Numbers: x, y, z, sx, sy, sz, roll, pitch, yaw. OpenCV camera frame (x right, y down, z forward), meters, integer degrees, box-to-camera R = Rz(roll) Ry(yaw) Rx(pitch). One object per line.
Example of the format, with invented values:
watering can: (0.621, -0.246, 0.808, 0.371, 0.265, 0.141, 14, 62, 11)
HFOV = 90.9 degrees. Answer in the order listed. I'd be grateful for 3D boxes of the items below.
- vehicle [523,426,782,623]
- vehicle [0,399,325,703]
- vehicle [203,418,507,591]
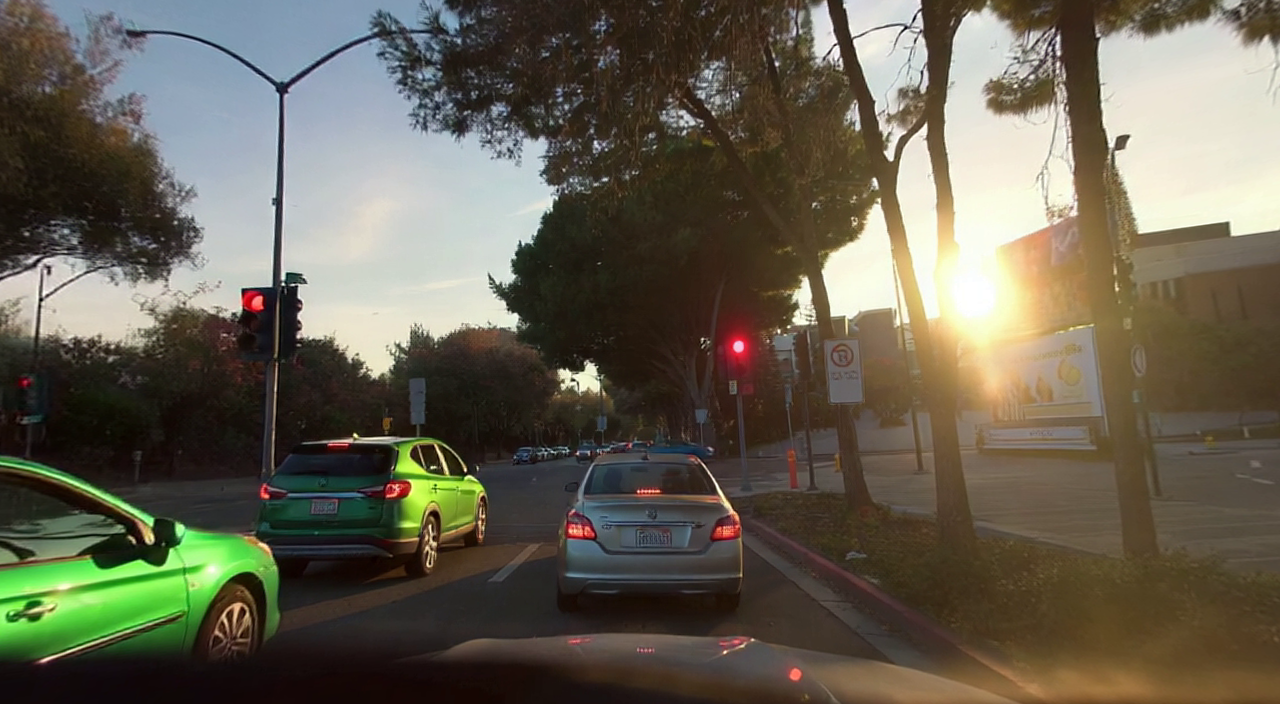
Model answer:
vehicle: (0.035, 1.586, 6.624, 1.977, 1.467, 3.474, 0, -9, -2)
vehicle: (-3.145, 0.974, 2.421, 1.808, 1.520, 3.846, -1, -9, 1)
vehicle: (-3.166, 1.781, 8.133, 1.950, 1.628, 4.082, -1, -9, 1)
